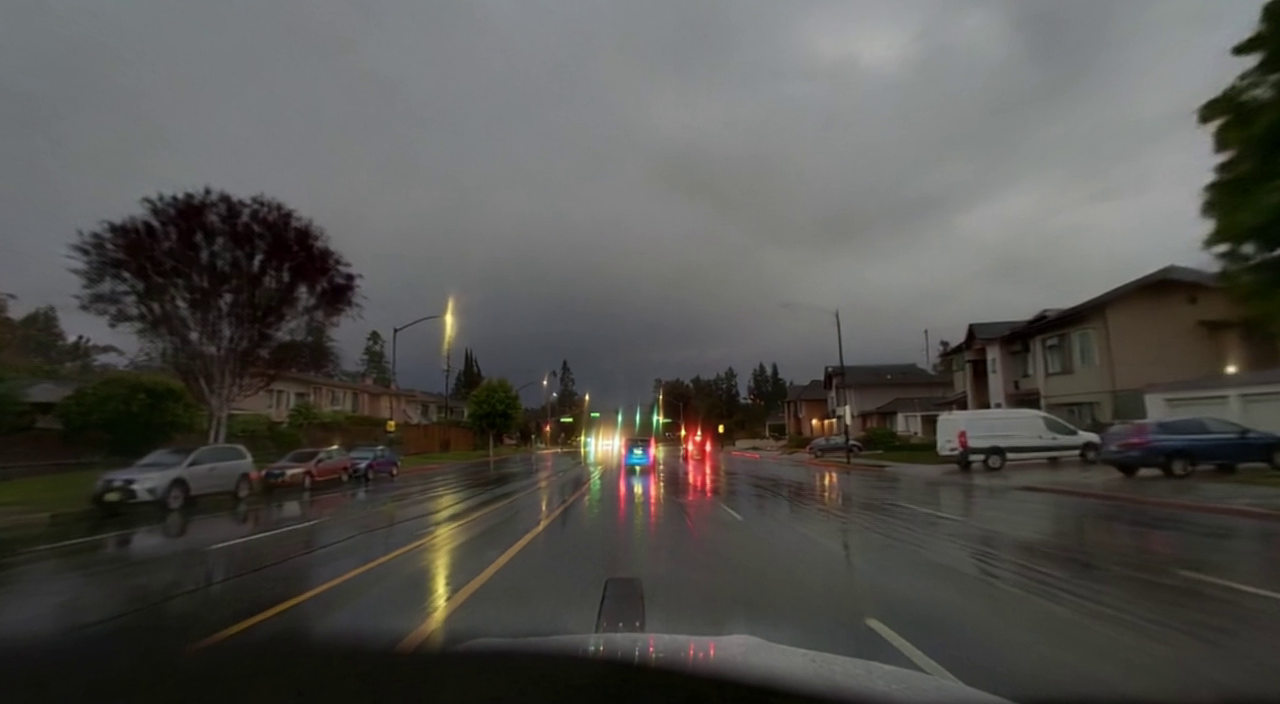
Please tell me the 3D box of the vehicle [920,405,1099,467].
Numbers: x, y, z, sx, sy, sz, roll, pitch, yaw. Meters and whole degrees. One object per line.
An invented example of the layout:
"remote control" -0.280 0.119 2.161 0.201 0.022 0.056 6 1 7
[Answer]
"vehicle" 14.742 3.392 25.471 5.696 2.299 2.292 0 -8 -2

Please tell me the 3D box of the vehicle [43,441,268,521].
"vehicle" -14.474 3.809 19.593 2.351 2.008 5.971 -1 -8 -1

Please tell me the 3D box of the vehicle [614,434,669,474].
"vehicle" 0.027 4.223 26.311 2.093 1.497 4.010 0 -8 -1

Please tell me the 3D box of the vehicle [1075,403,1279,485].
"vehicle" 15.083 2.519 17.461 4.481 1.988 2.065 -2 -8 -1

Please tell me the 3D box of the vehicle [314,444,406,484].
"vehicle" -14.275 5.705 32.643 2.078 1.833 5.666 -1 -8 1

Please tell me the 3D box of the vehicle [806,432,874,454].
"vehicle" 15.184 6.904 48.139 4.456 1.520 1.911 -1 -8 -2

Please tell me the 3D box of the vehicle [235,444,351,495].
"vehicle" -14.489 4.878 26.790 2.140 1.899 4.900 -1 -8 0

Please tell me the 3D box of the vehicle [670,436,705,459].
"vehicle" 3.387 6.862 45.583 2.161 1.519 4.568 -1 -8 0
